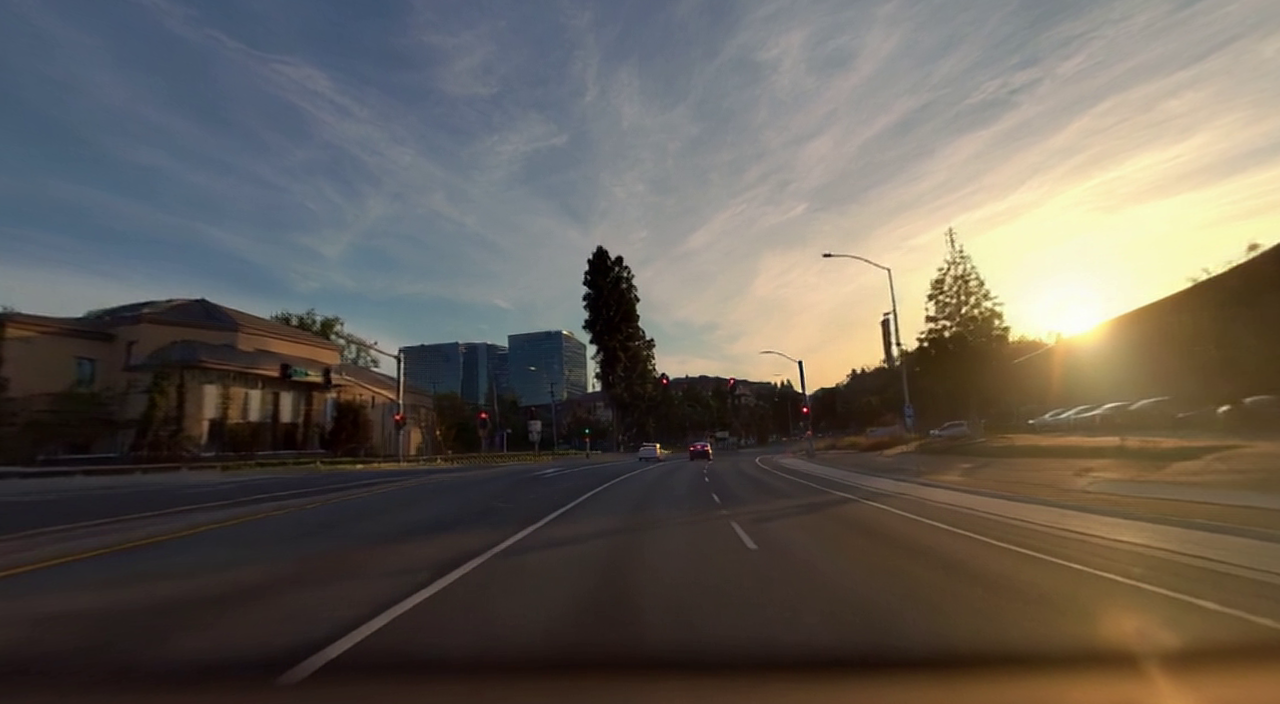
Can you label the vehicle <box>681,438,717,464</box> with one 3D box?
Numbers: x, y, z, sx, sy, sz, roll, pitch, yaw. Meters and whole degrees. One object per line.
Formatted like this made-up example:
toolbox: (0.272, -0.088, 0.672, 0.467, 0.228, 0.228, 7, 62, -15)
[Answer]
vehicle: (4.619, 7.608, 48.671, 2.356, 1.931, 4.840, -2, -9, 9)
